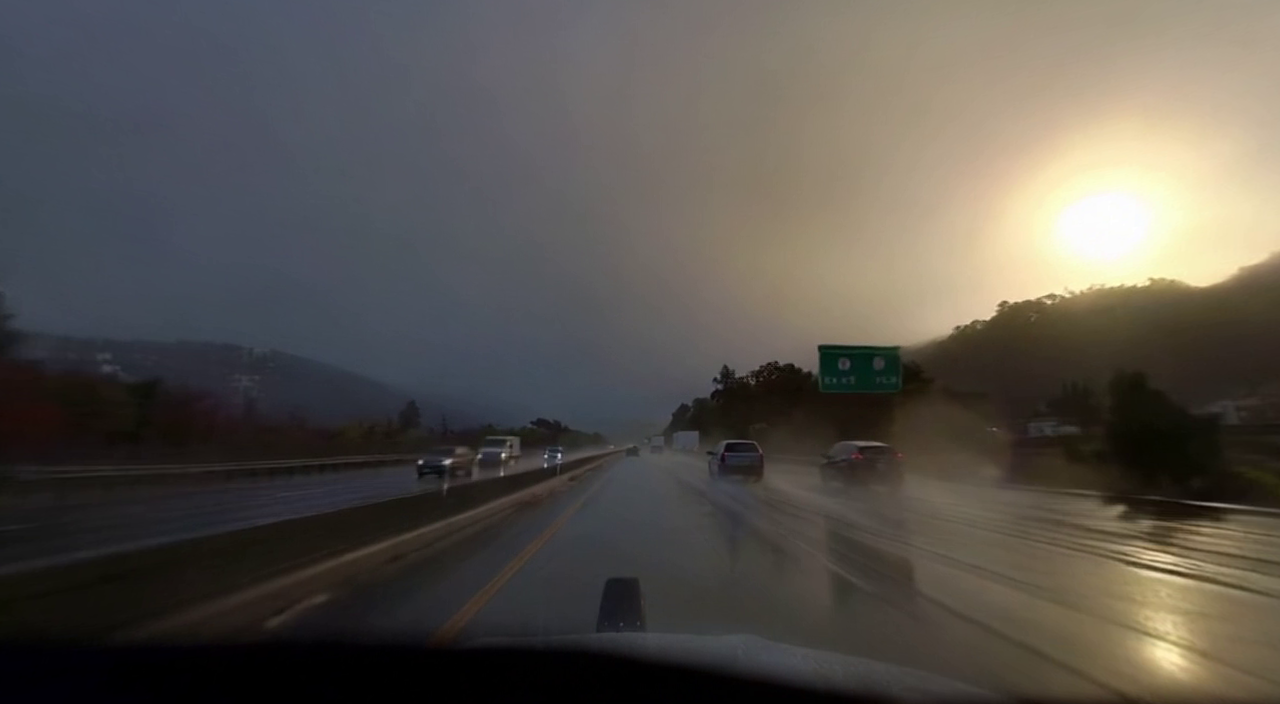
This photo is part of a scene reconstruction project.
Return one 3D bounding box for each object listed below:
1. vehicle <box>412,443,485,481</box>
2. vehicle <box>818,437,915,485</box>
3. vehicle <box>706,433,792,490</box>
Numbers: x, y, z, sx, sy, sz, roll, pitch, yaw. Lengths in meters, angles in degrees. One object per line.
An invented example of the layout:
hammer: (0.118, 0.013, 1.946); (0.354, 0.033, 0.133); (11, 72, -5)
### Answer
vehicle: (-8.236, 4.752, 27.536); (1.900, 1.483, 4.190); (0, -9, 0)
vehicle: (8.619, 4.188, 24.508); (2.018, 1.636, 4.510); (0, -9, -1)
vehicle: (3.637, 3.759, 21.959); (2.070, 1.751, 4.576); (0, -9, -1)
